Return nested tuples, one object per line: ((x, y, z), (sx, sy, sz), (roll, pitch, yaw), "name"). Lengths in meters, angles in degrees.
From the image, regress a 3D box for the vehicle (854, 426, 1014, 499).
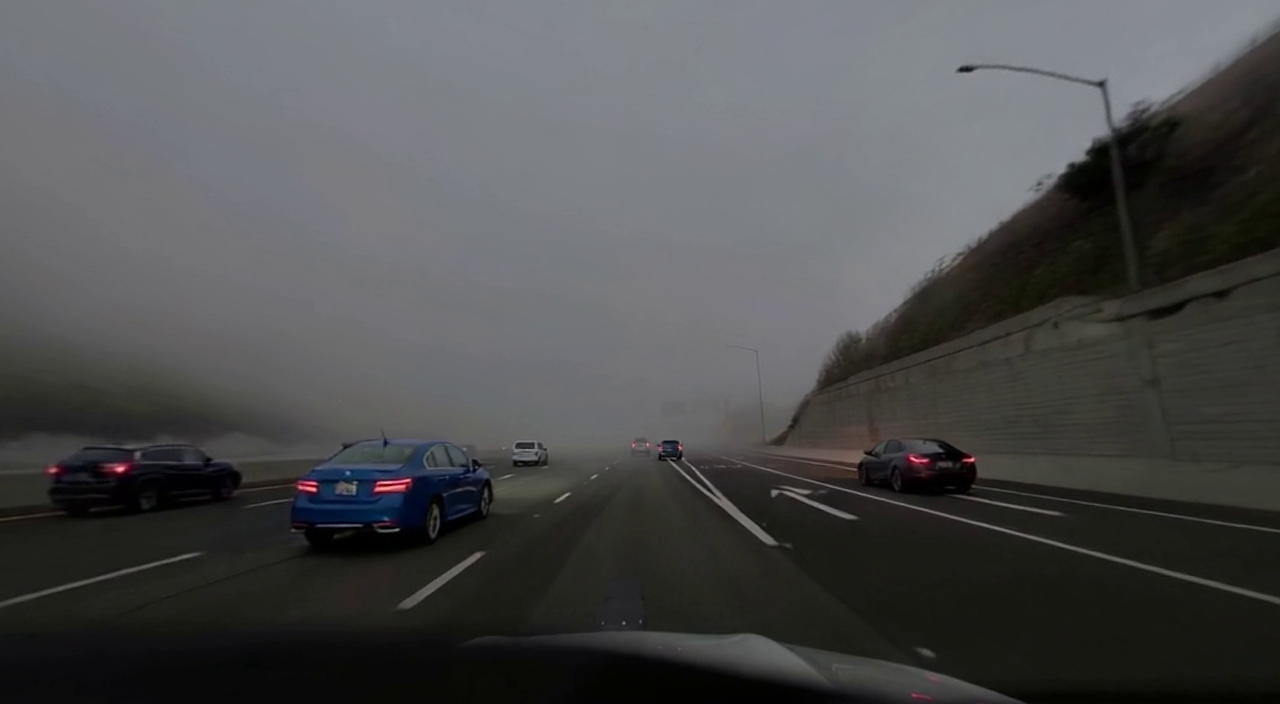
((7.545, 2.879, 16.802), (2.122, 1.646, 4.491), (0, -8, 1), "vehicle")

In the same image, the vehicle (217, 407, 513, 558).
((-3.725, 1.894, 9.960), (2.210, 1.730, 5.133), (-1, -8, 2), "vehicle")

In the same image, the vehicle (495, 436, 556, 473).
((-5.798, 5.246, 32.594), (2.076, 1.730, 4.537), (-1, -8, 3), "vehicle")

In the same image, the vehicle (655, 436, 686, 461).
((2.431, 7.545, 49.385), (2.172, 1.824, 5.031), (-1, -8, 5), "vehicle")

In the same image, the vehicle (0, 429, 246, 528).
((-11.278, 2.643, 13.851), (2.091, 1.774, 4.754), (0, -8, 1), "vehicle")
